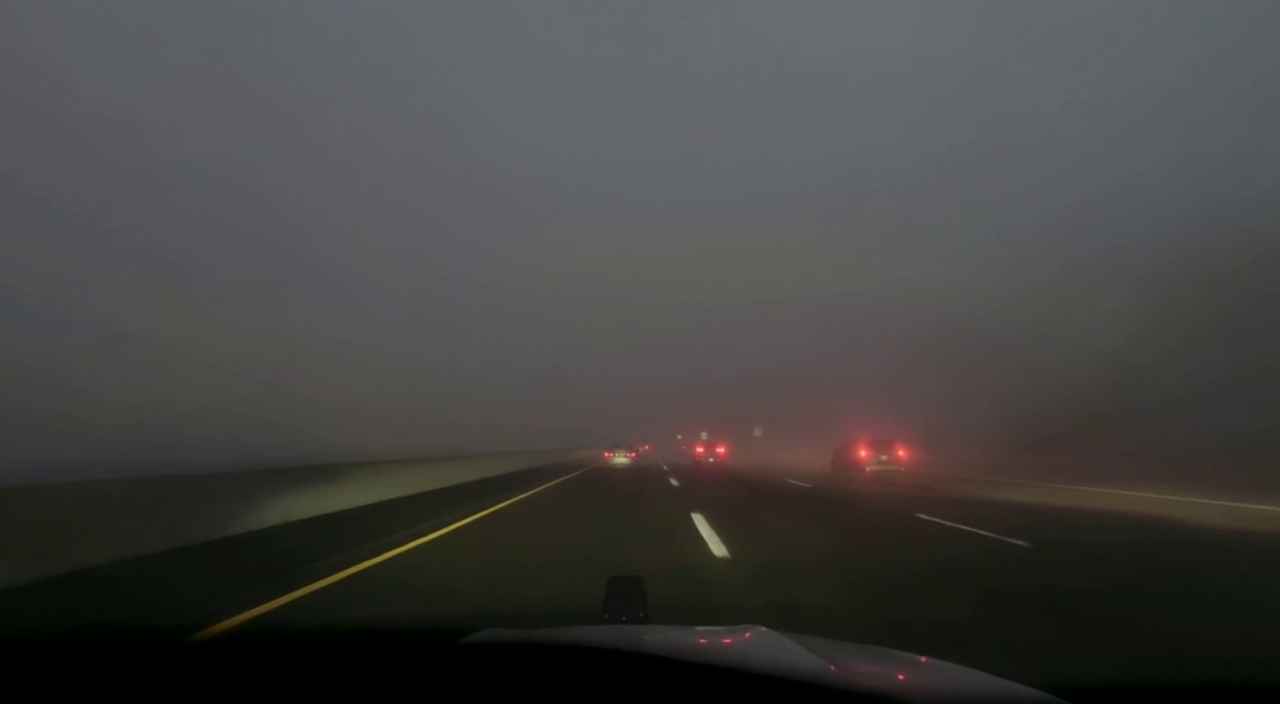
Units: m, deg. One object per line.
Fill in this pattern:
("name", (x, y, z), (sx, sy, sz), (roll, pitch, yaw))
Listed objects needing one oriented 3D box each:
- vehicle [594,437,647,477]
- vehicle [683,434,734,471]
("vehicle", (-0.715, 4.353, 26.361), (2.050, 1.546, 4.344), (0, -8, 1))
("vehicle", (3.337, 4.977, 31.376), (2.063, 1.698, 4.355), (0, -8, 0))
